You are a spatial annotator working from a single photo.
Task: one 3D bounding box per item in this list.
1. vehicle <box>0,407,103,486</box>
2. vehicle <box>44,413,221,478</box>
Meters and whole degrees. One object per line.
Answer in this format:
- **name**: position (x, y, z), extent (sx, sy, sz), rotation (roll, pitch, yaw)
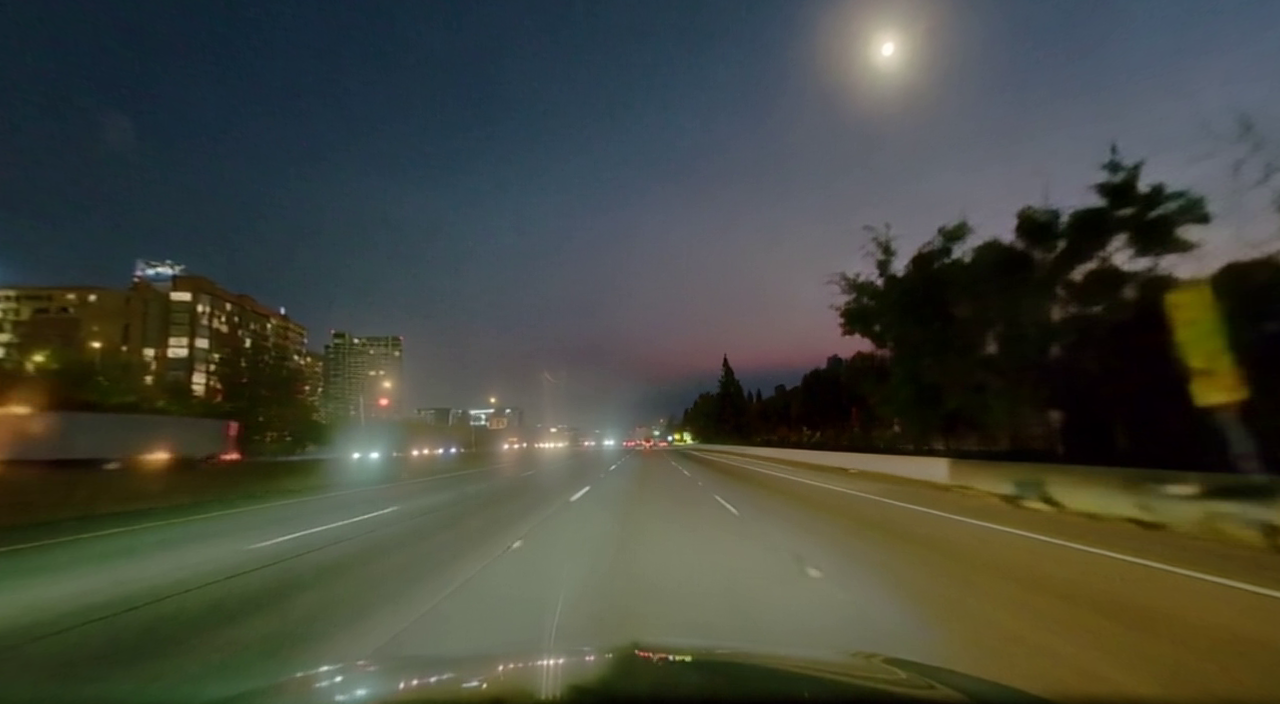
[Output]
- **vehicle**: position (-30.688, 4.349, 28.858), extent (2.791, 3.539, 10.161), rotation (0, -8, 1)
- **vehicle**: position (-30.702, 5.761, 38.812), extent (2.793, 3.516, 9.628), rotation (0, -8, 0)
